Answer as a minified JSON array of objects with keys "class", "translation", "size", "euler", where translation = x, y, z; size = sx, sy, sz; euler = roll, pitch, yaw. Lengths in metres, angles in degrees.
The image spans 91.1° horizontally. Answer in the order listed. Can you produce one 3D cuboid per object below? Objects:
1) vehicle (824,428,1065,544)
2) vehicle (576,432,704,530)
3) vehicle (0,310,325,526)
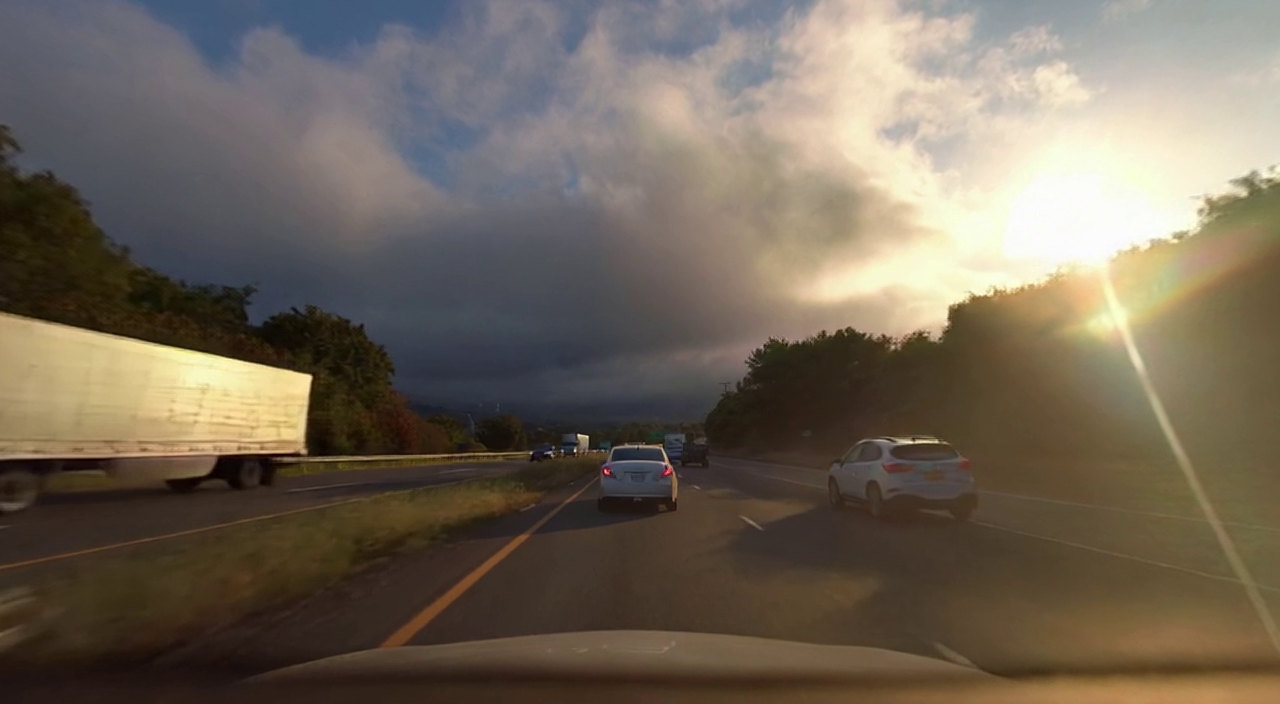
[{"class":"vehicle","translation":[4.672,2.098,10.466],"size":[1.931,1.516,3.995],"euler":[0,-9,-1]},{"class":"vehicle","translation":[-0.042,2.403,12.246],"size":[2.088,1.580,3.657],"euler":[0,-9,-1]},{"class":"vehicle","translation":[-13.764,2.068,17.208],"size":[2.868,4.125,14.298],"euler":[0,-9,0]}]
